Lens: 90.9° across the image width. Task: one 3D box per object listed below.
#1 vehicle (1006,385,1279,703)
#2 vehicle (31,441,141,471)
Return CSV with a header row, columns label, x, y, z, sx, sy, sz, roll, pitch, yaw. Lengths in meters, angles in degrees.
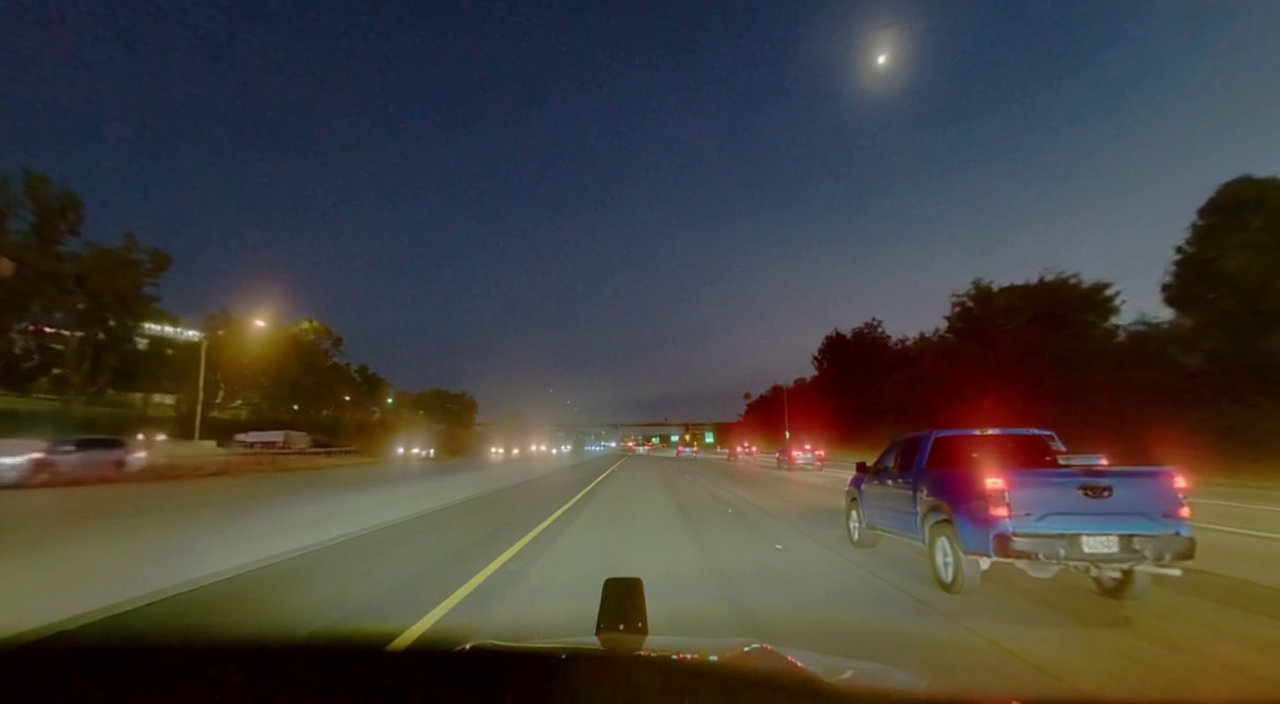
label,x,y,z,sx,sy,sz,roll,pitch,yaw
vehicle,3.214,0.749,1.241,2.119,1.524,4.807,0,-8,0
vehicle,-32.090,6.042,36.765,1.965,1.603,4.660,-1,-8,4
